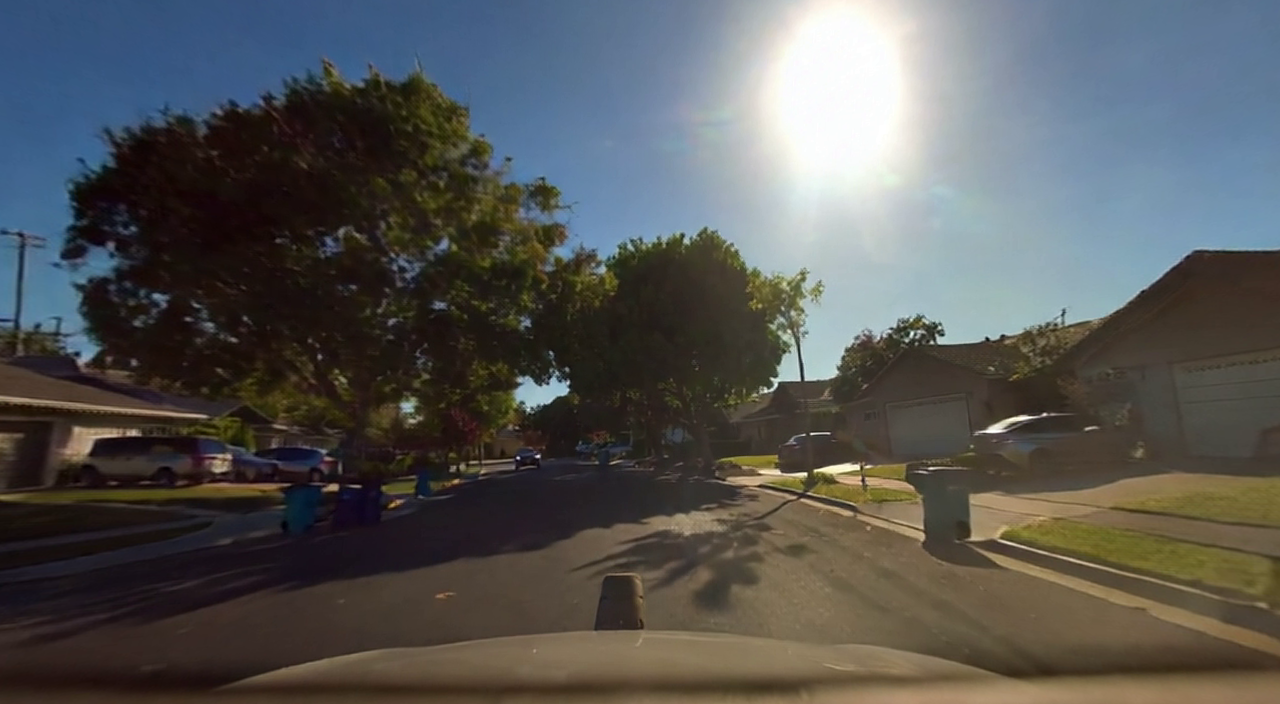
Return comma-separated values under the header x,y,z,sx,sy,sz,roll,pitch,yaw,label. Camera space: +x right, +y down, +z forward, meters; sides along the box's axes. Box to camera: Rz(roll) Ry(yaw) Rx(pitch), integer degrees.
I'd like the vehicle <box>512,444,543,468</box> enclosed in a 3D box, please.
x,y,z,sx,sy,sz,roll,pitch,yaw,label
-8.774,8.085,49.440,2.217,1.751,4.763,1,-9,-8,vehicle
